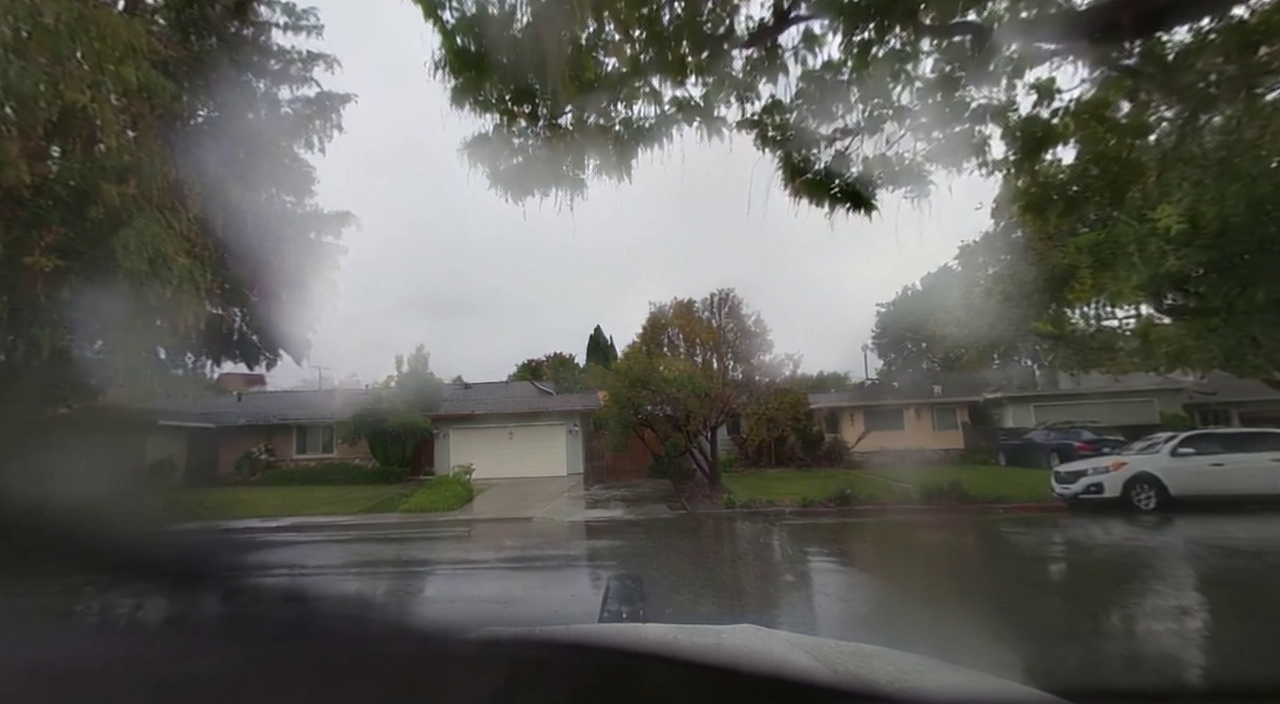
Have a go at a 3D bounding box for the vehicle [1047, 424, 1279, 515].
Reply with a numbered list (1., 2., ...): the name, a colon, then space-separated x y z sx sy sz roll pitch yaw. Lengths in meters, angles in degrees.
1. vehicle: 10.942 2.245 12.228 4.658 1.615 1.894 0 -9 -1
